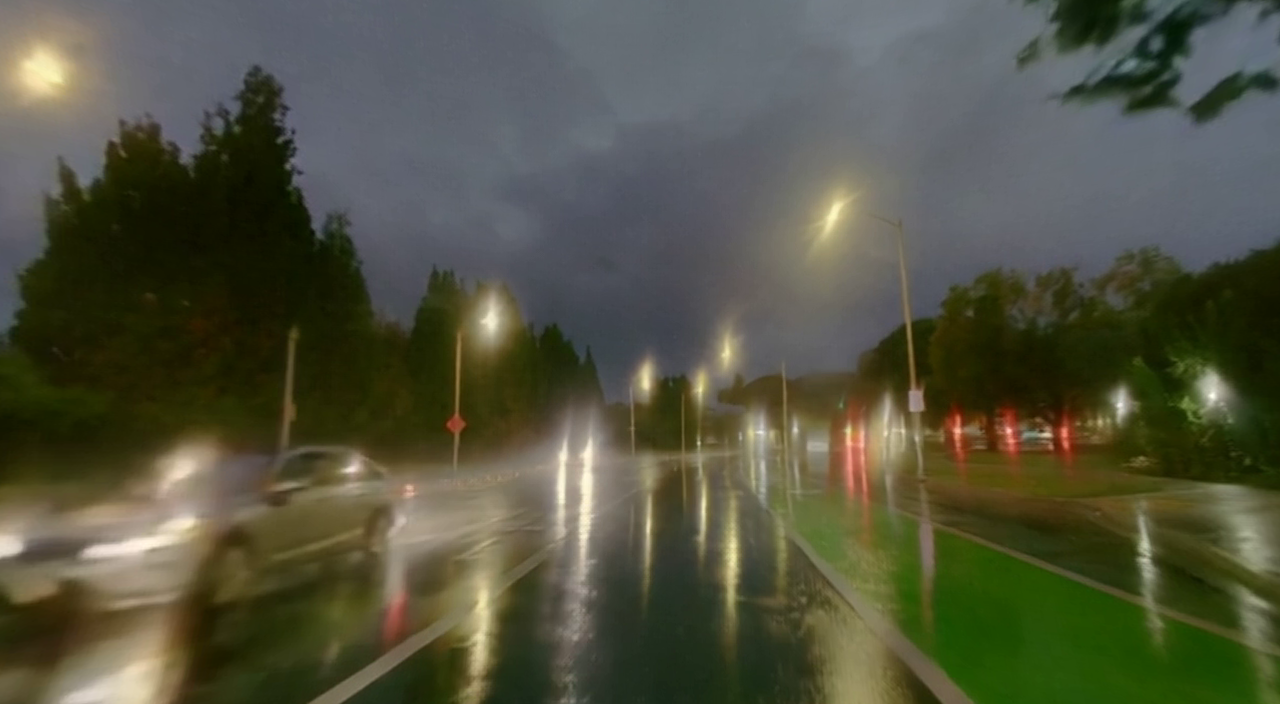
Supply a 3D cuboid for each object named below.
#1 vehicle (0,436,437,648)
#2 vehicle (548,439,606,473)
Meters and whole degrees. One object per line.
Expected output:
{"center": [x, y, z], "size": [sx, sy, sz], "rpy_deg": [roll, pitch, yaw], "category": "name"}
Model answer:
{"center": [-4.121, 1.684, 6.835], "size": [2.071, 1.456, 4.663], "rpy_deg": [-1, -8, 3], "category": "vehicle"}
{"center": [-3.447, 5.792, 35.393], "size": [2.065, 1.744, 4.566], "rpy_deg": [-2, -9, 10], "category": "vehicle"}
